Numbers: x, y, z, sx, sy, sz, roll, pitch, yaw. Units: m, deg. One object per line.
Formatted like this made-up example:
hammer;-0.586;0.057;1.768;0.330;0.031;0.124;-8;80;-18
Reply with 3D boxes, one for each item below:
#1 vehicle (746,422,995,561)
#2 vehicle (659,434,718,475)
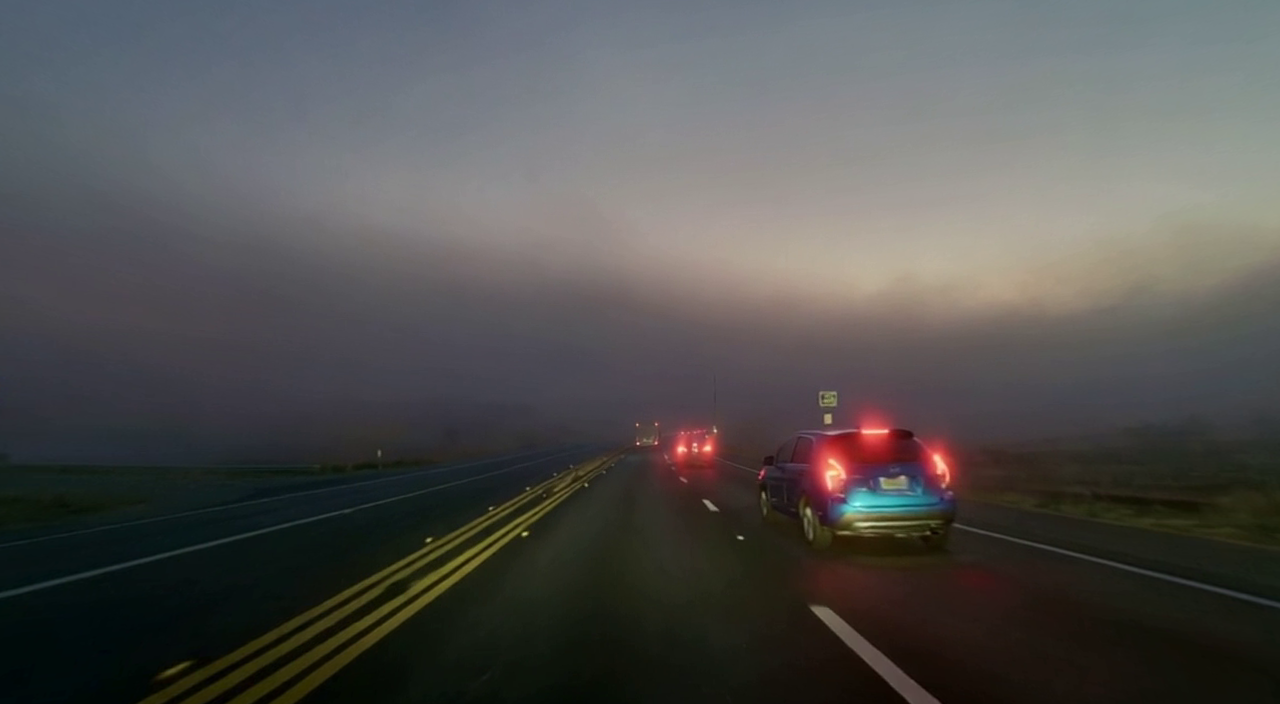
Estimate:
vehicle;2.925;1.859;9.114;2.007;1.534;3.976;0;-8;-1
vehicle;1.916;4.244;26.350;2.026;1.531;4.273;0;-8;-1
